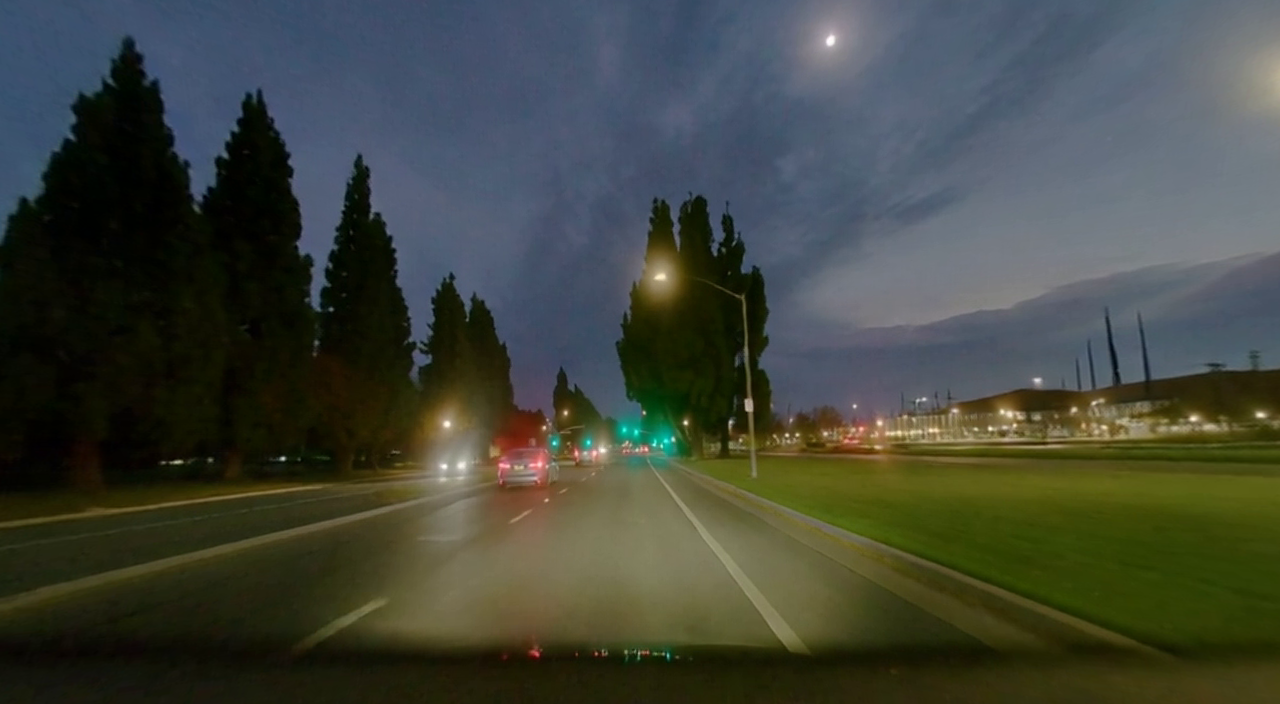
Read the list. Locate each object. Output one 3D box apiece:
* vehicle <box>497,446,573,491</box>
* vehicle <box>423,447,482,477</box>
[{"bbox_3d":[-3.632,4.078,22.535,1.932,1.431,4.144,0,-9,1],"label":"vehicle"},{"bbox_3d":[-11.882,6.978,40.446,2.109,1.729,5.492,0,-9,0],"label":"vehicle"}]
